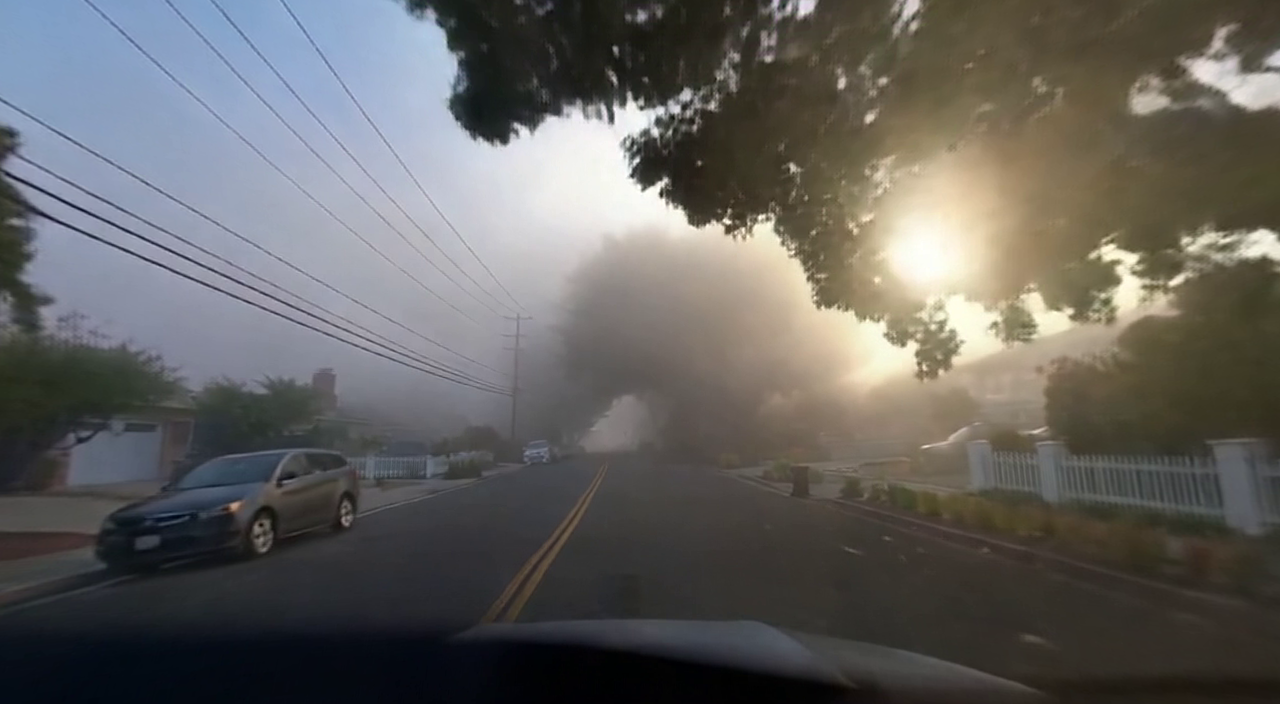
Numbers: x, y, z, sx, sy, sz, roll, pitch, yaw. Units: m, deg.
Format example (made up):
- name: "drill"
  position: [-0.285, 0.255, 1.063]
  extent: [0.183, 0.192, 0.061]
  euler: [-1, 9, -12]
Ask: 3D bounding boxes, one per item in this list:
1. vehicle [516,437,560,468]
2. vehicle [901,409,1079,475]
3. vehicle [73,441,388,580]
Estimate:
- name: "vehicle"
  position: [-6.987, 6.950, 43.790]
  extent: [2.240, 1.940, 5.429]
  euler: [-2, -9, -2]
- name: "vehicle"
  position: [10.845, 2.896, 19.896]
  extent: [4.293, 1.657, 1.961]
  euler: [-5, -12, 7]
- name: "vehicle"
  position: [-6.168, 2.353, 10.528]
  extent: [1.954, 1.551, 5.128]
  euler: [-3, -7, -1]
